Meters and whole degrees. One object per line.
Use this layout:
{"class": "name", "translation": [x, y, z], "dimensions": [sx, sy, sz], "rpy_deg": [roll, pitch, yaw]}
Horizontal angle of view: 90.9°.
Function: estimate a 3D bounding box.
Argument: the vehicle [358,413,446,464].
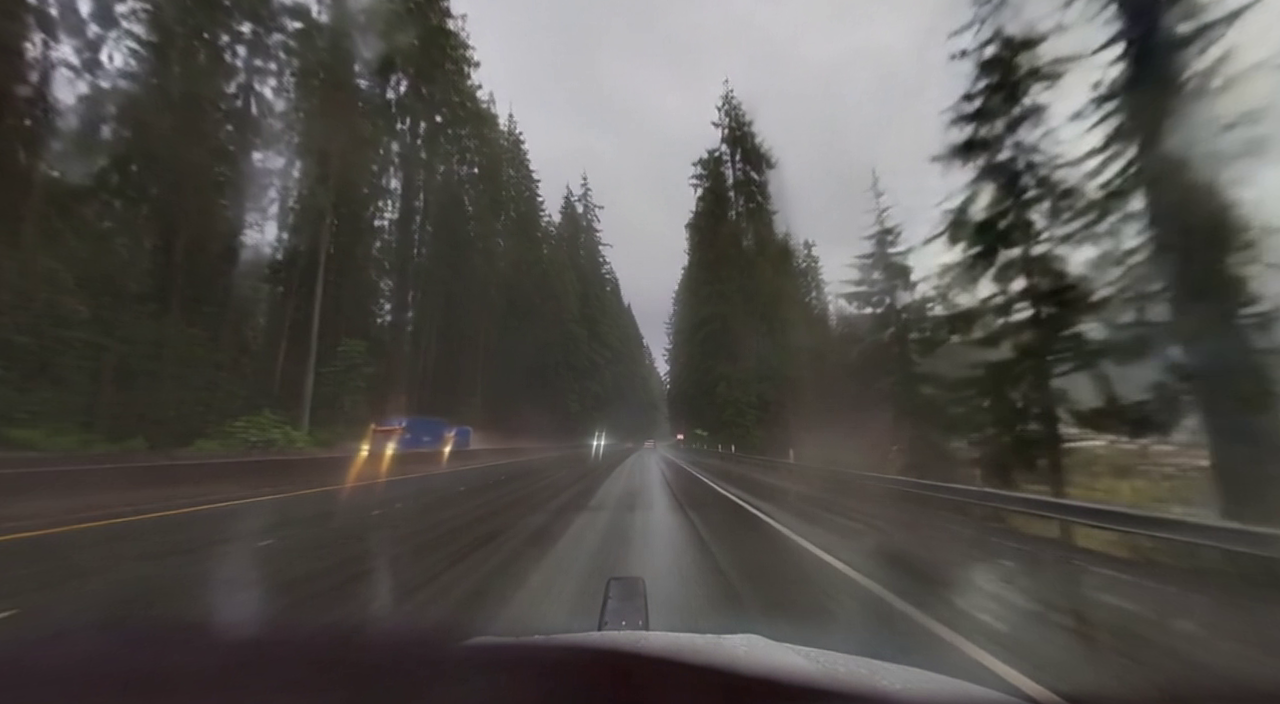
{"class": "vehicle", "translation": [-16.924, 6.307, 45.739], "dimensions": [2.750, 3.286, 8.975], "rpy_deg": [0, -8, 1]}
